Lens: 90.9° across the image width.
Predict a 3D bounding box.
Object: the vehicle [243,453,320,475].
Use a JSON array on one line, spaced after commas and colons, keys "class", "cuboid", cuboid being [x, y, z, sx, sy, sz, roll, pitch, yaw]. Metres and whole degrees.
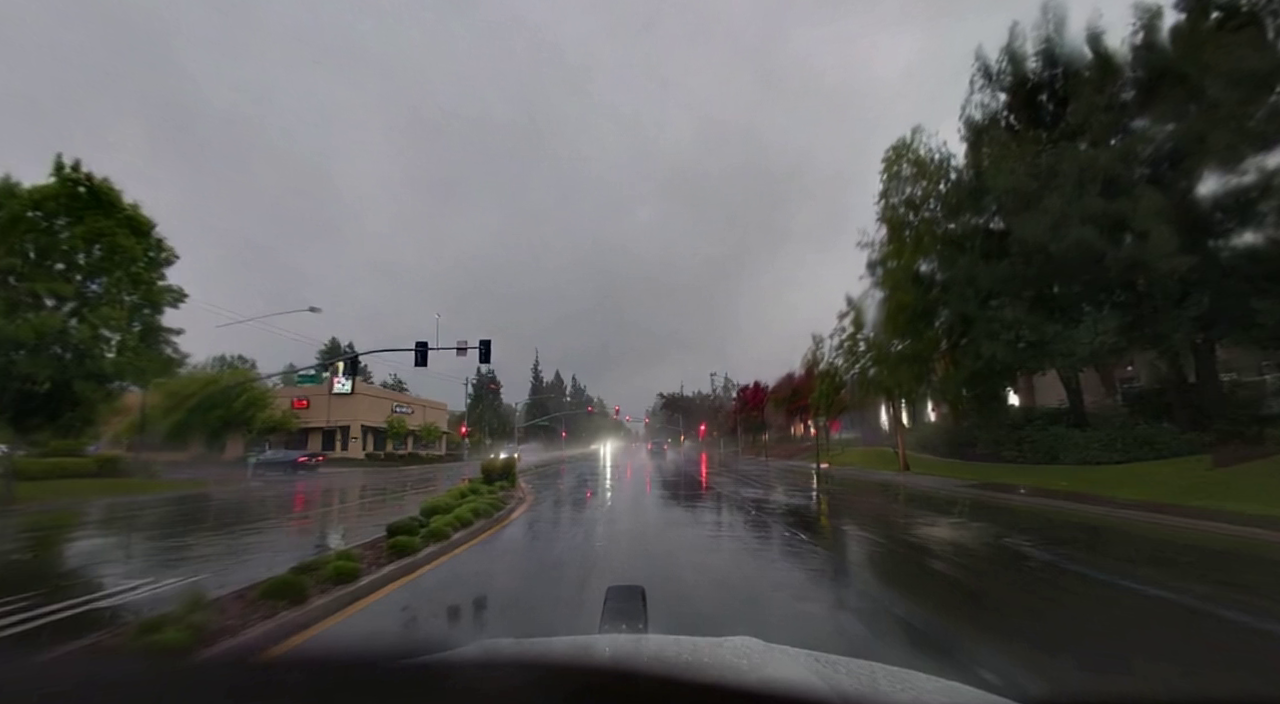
[{"class": "vehicle", "cuboid": [-25.920, 8.080, 45.680, 4.438, 1.440, 1.782, 2, -9, -13]}]
